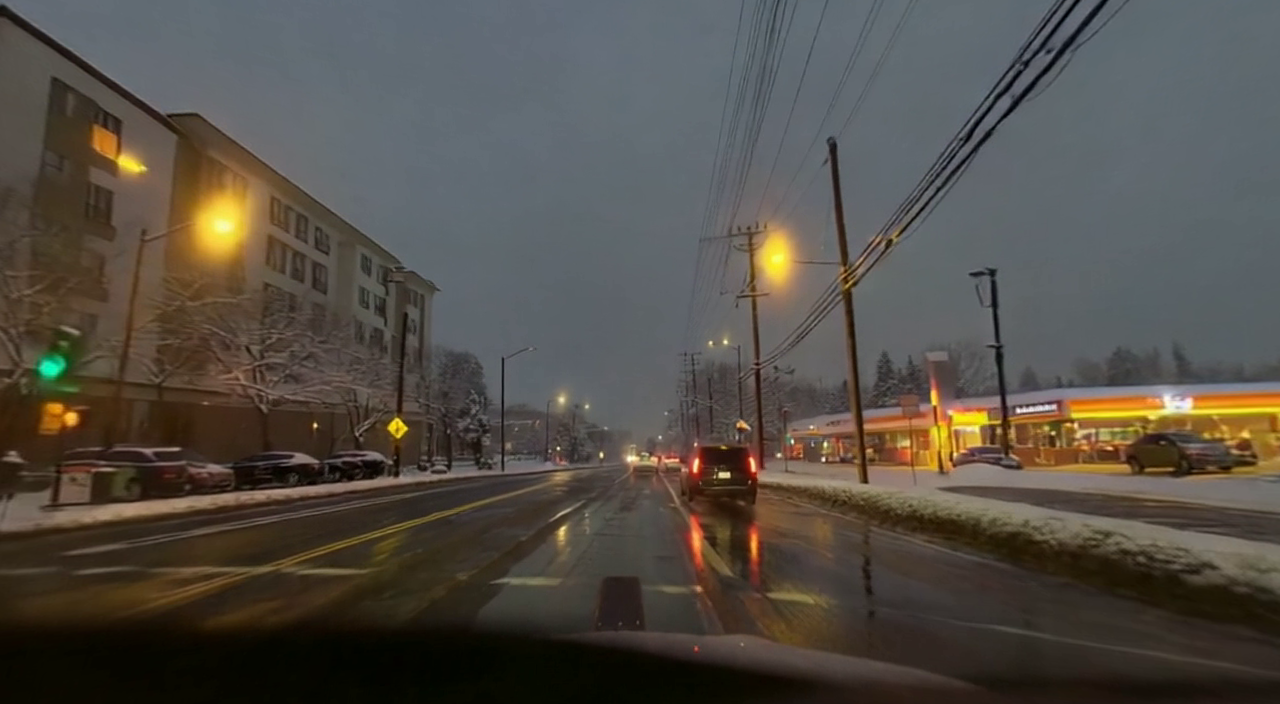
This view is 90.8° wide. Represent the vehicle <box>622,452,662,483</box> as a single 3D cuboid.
[{"bbox_3d":[0.101,6.155,33.923,1.999,1.487,3.939,0,-8,0],"label":"vehicle"}]

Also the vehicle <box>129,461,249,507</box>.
[{"bbox_3d":[-17.196,5.023,24.157,3.631,1.452,1.610,-3,-4,8],"label":"vehicle"}]

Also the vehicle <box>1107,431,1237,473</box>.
[{"bbox_3d":[21.484,4.056,25.758,1.856,1.530,3.933,-1,-8,1],"label":"vehicle"}]

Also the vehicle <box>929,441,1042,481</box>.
[{"bbox_3d":[14.063,4.449,26.080,1.846,1.480,4.649,0,-8,-2],"label":"vehicle"}]

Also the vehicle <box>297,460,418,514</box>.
[{"bbox_3d":[-9.150,4.378,20.930,1.859,1.451,4.447,-1,-8,1],"label":"vehicle"}]

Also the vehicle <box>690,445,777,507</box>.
[{"bbox_3d":[2.701,3.672,19.231,1.945,1.647,4.160,0,-8,-1],"label":"vehicle"}]
